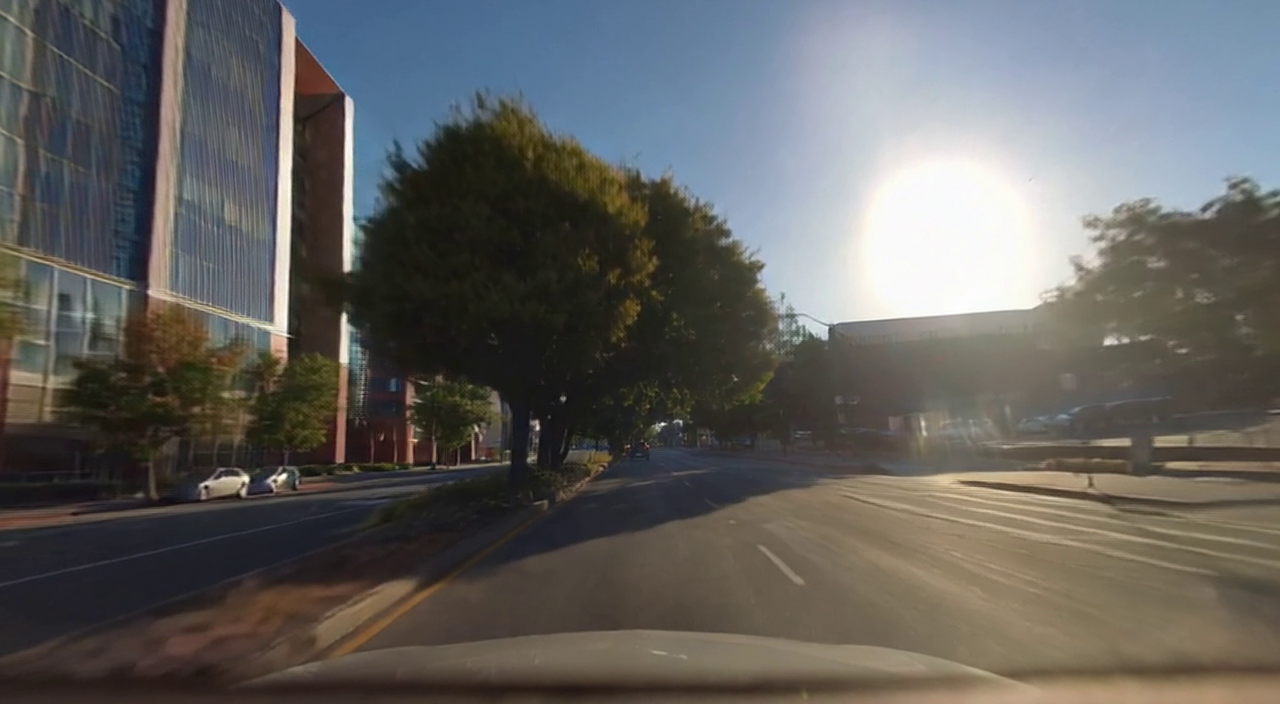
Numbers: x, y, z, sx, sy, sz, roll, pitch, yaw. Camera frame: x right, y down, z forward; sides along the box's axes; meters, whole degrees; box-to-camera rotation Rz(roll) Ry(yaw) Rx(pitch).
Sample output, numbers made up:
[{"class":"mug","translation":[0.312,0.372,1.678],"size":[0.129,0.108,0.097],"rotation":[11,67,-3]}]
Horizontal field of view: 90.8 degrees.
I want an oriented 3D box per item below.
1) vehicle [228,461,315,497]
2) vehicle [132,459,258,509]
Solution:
[{"class":"vehicle","translation":[-19.357,6.659,33.450],"size":[1.965,1.665,4.577],"rotation":[-2,-9,-1]},{"class":"vehicle","translation":[-19.217,5.672,27.631],"size":[2.255,1.848,4.617],"rotation":[0,-8,-3]}]
